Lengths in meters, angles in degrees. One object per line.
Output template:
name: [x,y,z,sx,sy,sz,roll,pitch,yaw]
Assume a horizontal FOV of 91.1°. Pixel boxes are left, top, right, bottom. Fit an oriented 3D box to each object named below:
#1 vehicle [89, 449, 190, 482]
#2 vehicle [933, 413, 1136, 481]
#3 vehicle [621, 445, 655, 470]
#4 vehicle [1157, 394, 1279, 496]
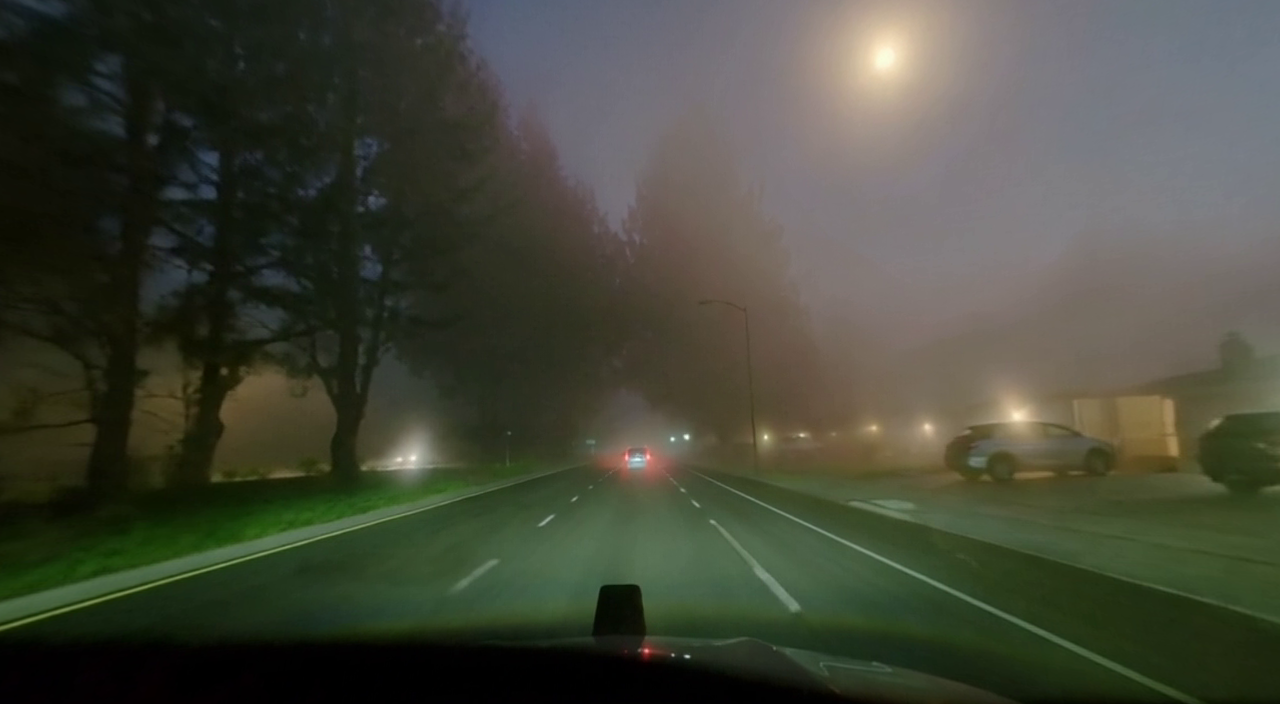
vehicle: [-24.102,5.435,30.410,1.892,1.455,3.564,0,-8,1]
vehicle: [12.227,2.993,19.740,4.923,2.019,1.985,0,-9,2]
vehicle: [-0.107,6.677,39.949,2.054,1.456,4.003,0,-8,0]
vehicle: [13.289,1.810,12.282,4.374,1.787,2.161,0,-9,-1]
